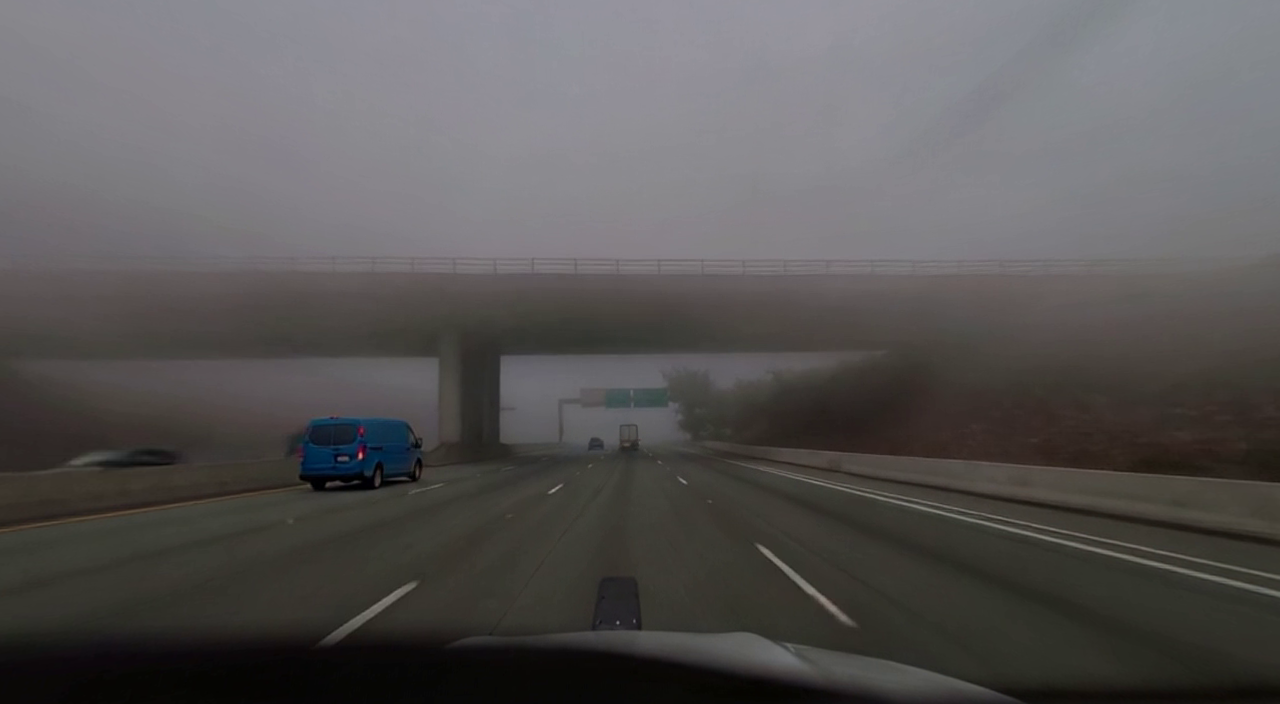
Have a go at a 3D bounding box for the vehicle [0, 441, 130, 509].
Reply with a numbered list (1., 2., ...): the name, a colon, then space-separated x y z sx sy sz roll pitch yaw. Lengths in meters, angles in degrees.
1. vehicle: -15.886 3.087 16.210 1.883 1.535 4.353 0 -8 -1

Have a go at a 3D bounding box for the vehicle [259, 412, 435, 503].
1. vehicle: -7.412 2.715 16.725 2.150 1.996 5.341 0 -8 -1
